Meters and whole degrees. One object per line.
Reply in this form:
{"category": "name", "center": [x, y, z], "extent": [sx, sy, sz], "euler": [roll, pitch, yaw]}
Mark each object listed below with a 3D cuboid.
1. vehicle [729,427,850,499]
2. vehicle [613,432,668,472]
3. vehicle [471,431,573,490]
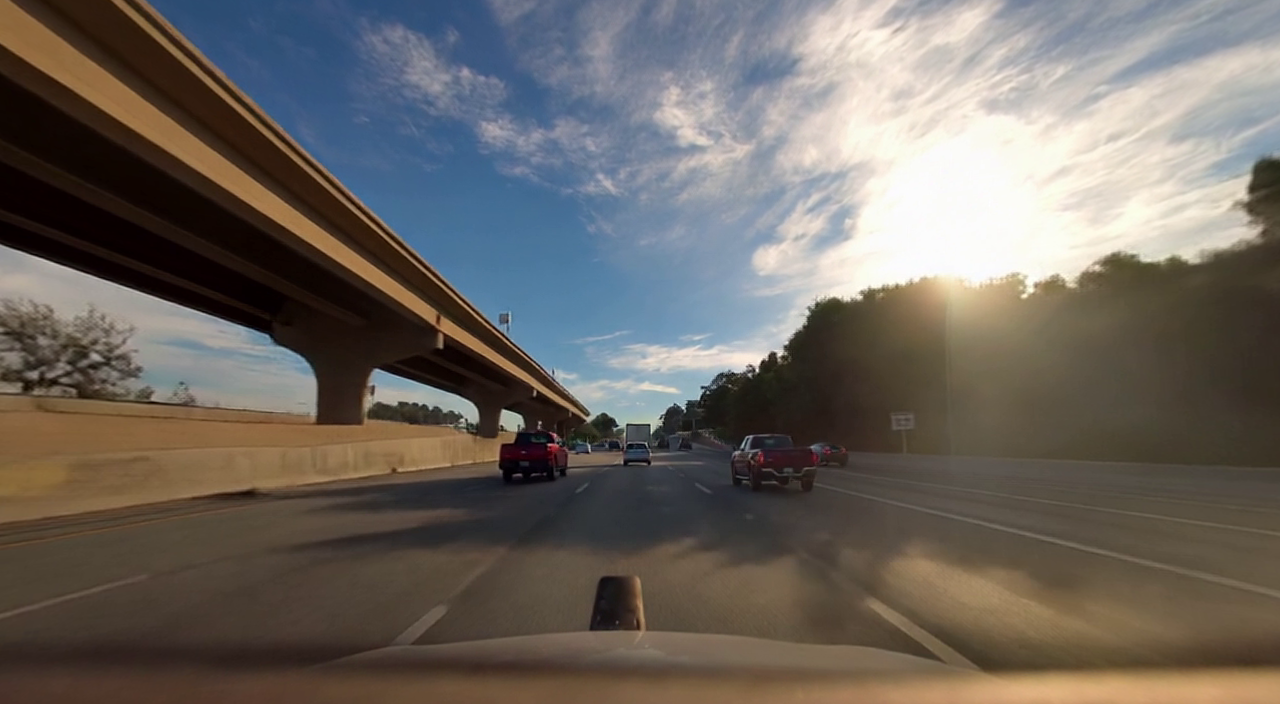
{"category": "vehicle", "center": [3.776, 2.893, 16.749], "extent": [2.119, 1.653, 4.000], "euler": [0, -9, -1]}
{"category": "vehicle", "center": [0.019, 5.198, 32.943], "extent": [2.572, 1.837, 5.693], "euler": [0, -9, 0]}
{"category": "vehicle", "center": [-3.756, 3.594, 21.245], "extent": [2.535, 1.715, 5.030], "euler": [0, -9, -1]}
